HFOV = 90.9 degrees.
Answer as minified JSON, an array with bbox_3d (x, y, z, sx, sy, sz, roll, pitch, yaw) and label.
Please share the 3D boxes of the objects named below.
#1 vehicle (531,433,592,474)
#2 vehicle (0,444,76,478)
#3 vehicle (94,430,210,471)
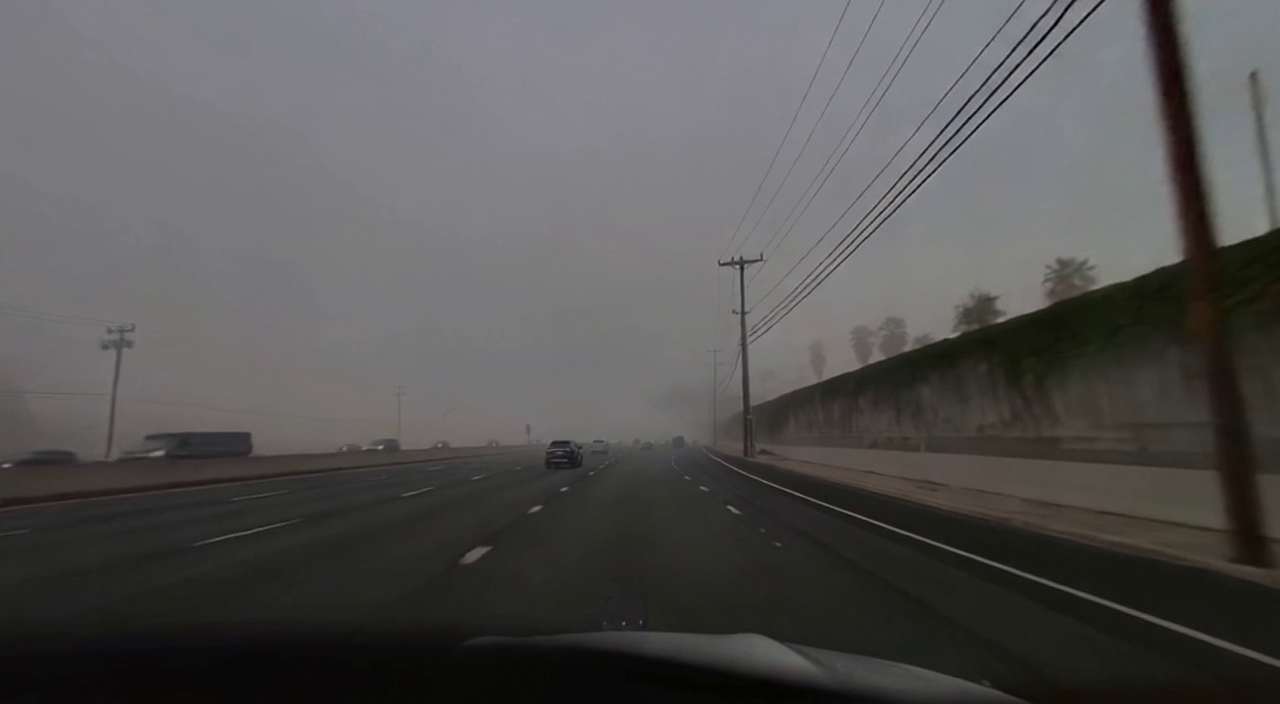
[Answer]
[{"bbox_3d":[-3.257,4.306,26.996,2.029,1.609,3.935,0,-8,1],"label":"vehicle"},{"bbox_3d":[-30.569,5.274,30.628,1.934,1.511,4.785,1,-8,-1],"label":"vehicle"},{"bbox_3d":[-24.242,4.901,31.618,2.072,1.835,4.686,0,-8,0],"label":"vehicle"}]
